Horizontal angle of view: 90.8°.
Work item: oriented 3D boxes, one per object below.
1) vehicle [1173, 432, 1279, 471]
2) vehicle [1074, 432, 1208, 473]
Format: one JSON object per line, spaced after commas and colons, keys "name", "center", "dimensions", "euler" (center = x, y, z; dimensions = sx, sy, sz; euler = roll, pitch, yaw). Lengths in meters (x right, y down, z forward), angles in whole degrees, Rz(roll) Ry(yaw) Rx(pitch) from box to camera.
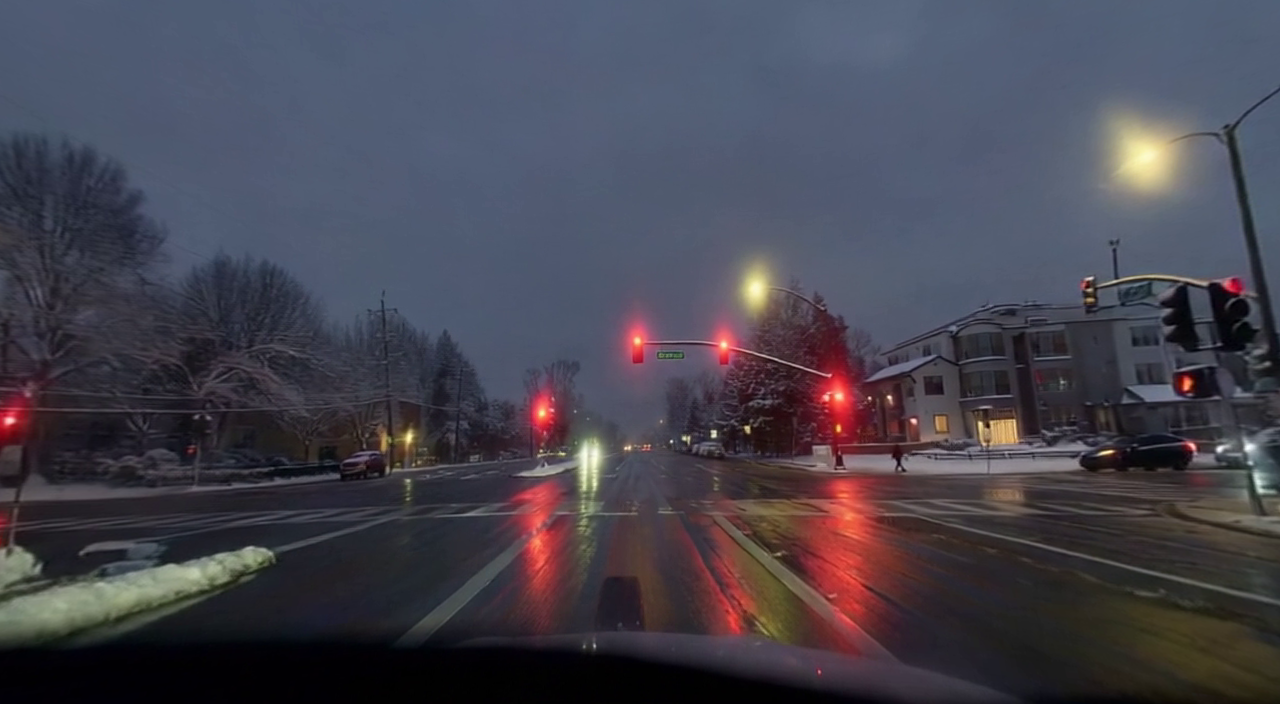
{"name": "vehicle", "center": [27.344, 4.477, 28.468], "dimensions": [4.910, 1.644, 2.032], "euler": [0, -9, -5]}
{"name": "vehicle", "center": [22.104, 4.443, 27.987], "dimensions": [4.323, 1.746, 1.872], "euler": [0, -9, -3]}
